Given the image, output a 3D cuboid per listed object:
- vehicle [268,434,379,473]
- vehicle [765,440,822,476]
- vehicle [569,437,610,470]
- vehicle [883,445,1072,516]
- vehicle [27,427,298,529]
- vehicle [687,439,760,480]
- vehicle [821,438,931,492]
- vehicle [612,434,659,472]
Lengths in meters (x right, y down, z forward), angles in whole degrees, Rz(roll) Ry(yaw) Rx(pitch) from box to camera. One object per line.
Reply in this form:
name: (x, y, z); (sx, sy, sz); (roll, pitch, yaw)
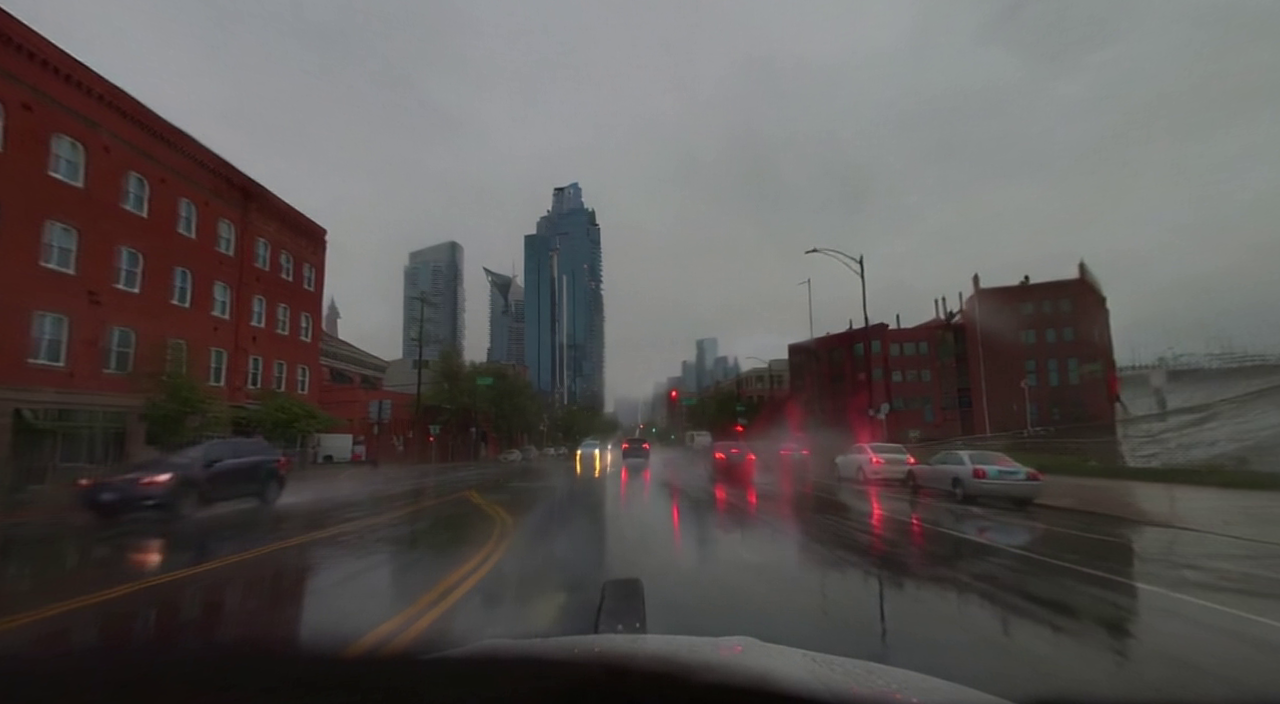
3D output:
vehicle: (-23.531, 7.600, 47.250); (6.679, 2.794, 2.850); (0, -9, 3)
vehicle: (8.106, 5.608, 33.879); (1.959, 1.719, 4.538); (1, -7, 0)
vehicle: (-2.960, 6.039, 37.843); (2.297, 1.812, 4.244); (0, -8, -3)
vehicle: (8.207, 3.128, 16.046); (2.054, 1.455, 4.786); (0, -8, -1)
vehicle: (-9.795, 2.594, 13.642); (2.212, 1.784, 4.626); (0, -8, 0)
vehicle: (3.281, 4.367, 25.917); (2.238, 1.499, 4.964); (0, -8, -1)
vehicle: (8.081, 3.871, 22.187); (1.963, 1.649, 4.562); (0, -8, -2)
vehicle: (-0.228, 5.339, 33.453); (2.329, 1.842, 4.537); (0, -8, 0)
